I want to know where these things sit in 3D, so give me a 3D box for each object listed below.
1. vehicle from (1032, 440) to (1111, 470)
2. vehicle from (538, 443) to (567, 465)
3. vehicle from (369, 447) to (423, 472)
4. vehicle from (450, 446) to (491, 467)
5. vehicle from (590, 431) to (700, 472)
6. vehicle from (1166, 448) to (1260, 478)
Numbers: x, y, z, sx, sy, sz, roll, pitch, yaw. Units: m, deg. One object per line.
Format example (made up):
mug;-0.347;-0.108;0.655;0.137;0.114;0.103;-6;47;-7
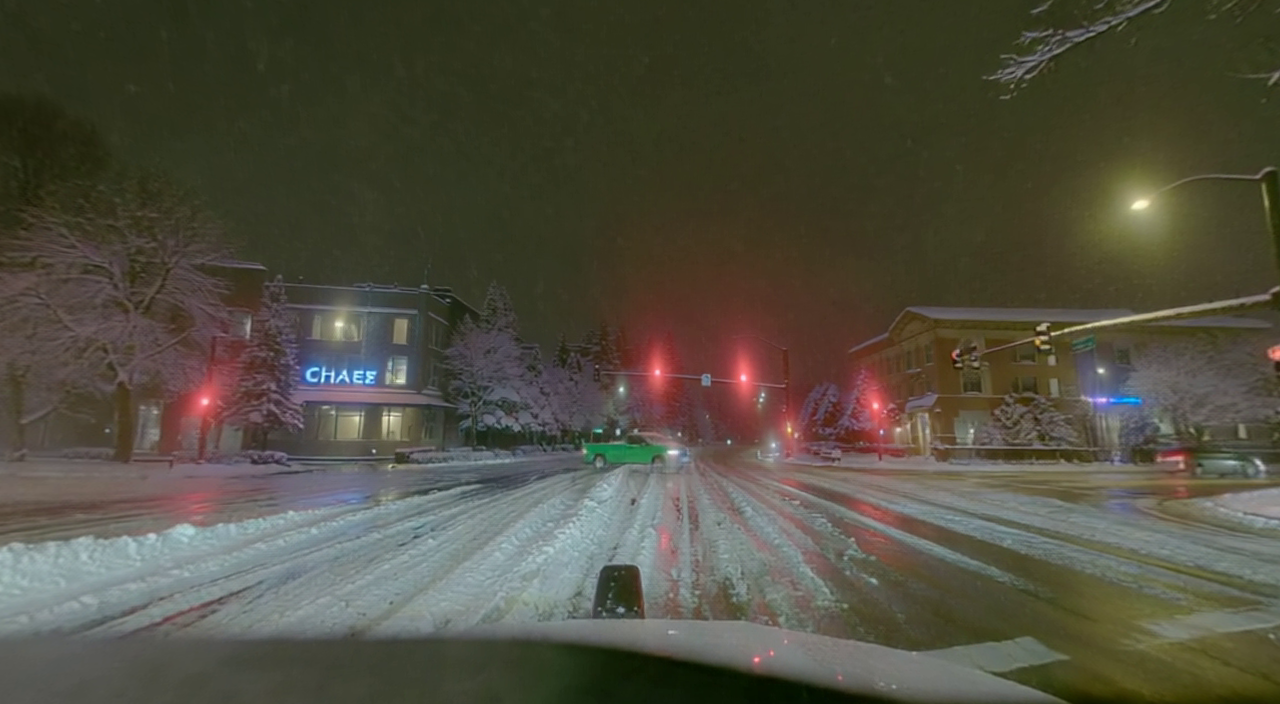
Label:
vehicle;26.362;6.264;38.546;4.541;1.731;2.007;5;-10;-28
vehicle;-6.349;7.400;46.087;1.879;1.464;4.457;1;-8;-5
vehicle;-16.232;7.137;42.241;1.883;1.586;4.297;0;-9;0
vehicle;-12.603;7.760;47.099;1.946;1.474;4.008;0;-9;0
vehicle;0.147;5.045;32.176;2.289;1.927;5.667;8;-12;-42
vehicle;30.316;5.805;33.379;4.658;1.478;1.946;4;-9;-26
